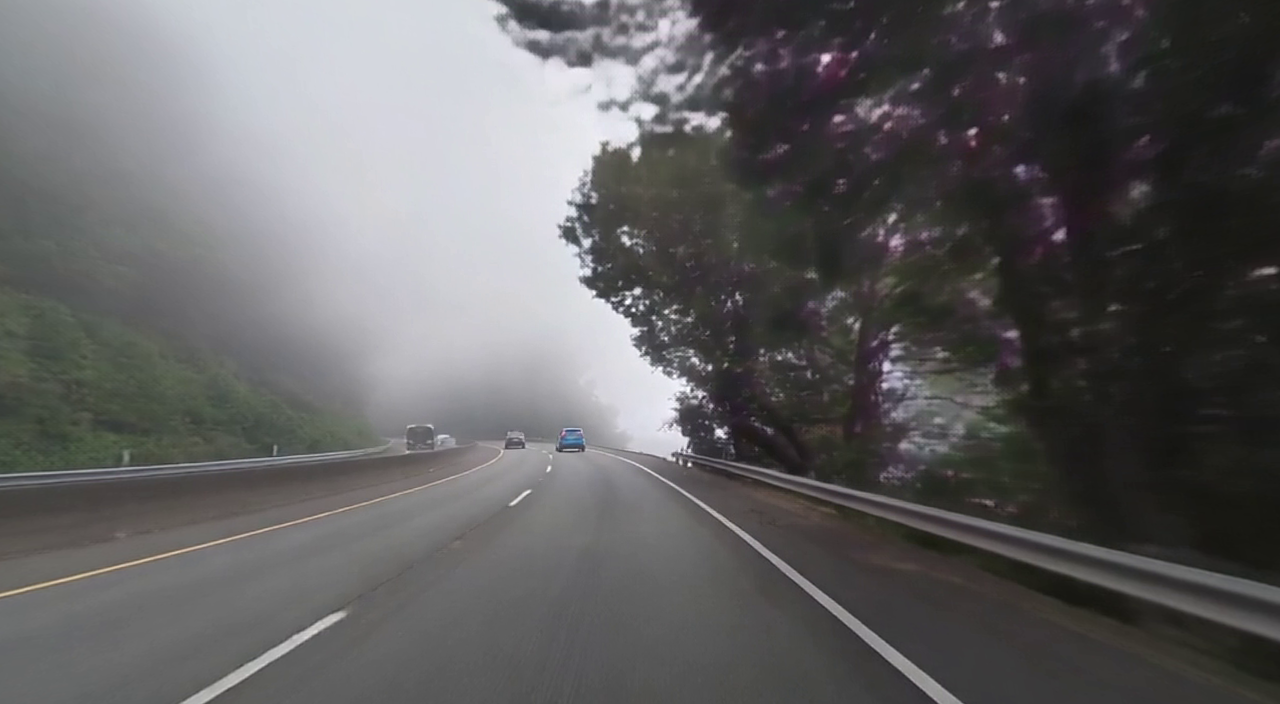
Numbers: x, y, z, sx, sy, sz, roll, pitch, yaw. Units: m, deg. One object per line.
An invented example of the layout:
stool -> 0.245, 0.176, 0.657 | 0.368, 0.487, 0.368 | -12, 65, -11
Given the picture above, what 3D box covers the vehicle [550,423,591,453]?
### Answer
vehicle -> -5.470, 6.741, 48.936 | 2.632, 2.162, 5.529 | 1, -9, -12
